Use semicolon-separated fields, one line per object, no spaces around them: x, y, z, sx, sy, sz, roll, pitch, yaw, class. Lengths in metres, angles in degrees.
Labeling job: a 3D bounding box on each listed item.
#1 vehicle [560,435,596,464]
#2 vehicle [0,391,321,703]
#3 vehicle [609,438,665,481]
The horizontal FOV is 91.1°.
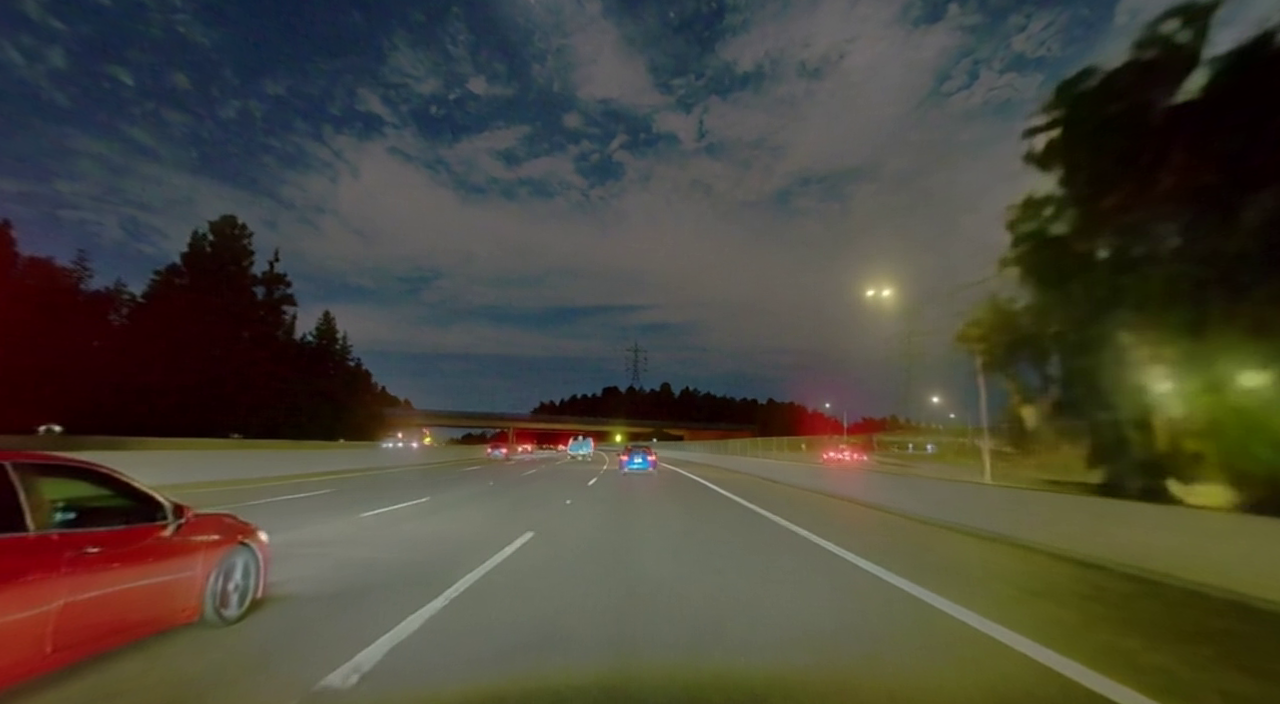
-4.013;6.381;41.146;2.174;1.806;3.932;1;-9;-3;vehicle
-3.733;0.954;2.909;2.035;1.514;4.600;1;-9;1;vehicle
-0.141;4.092;24.166;1.954;1.460;3.983;1;-9;-1;vehicle
